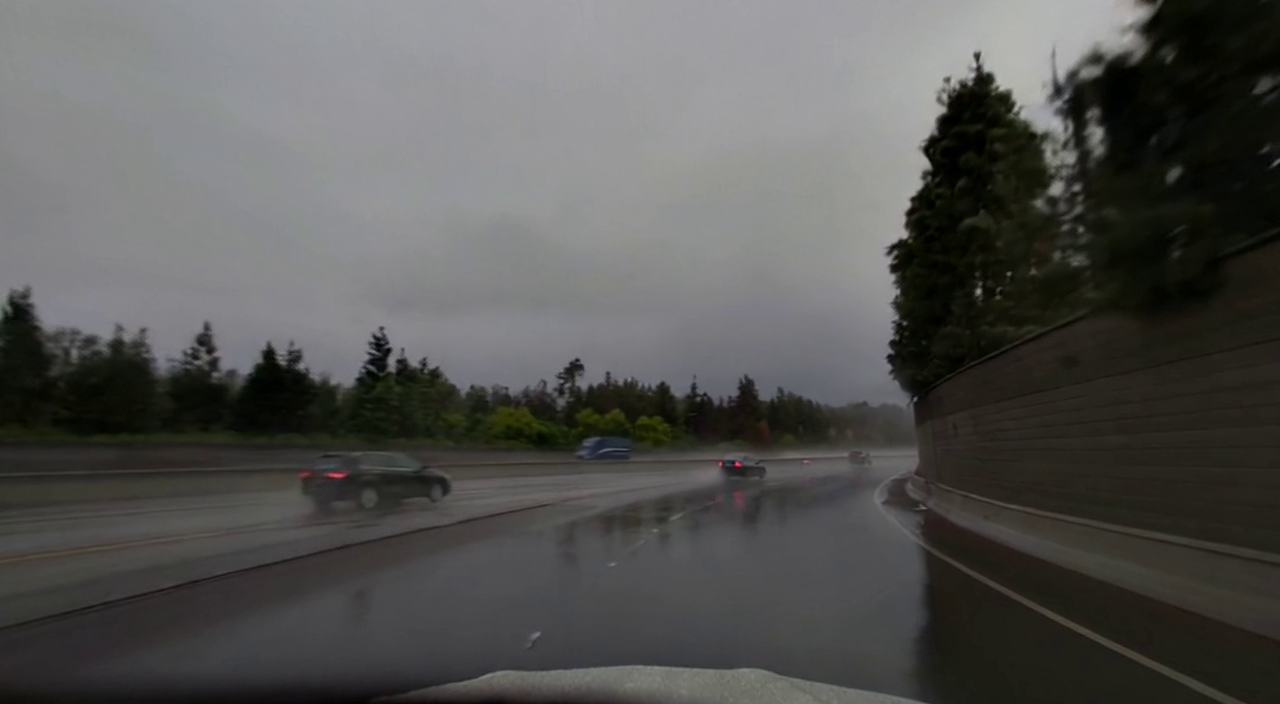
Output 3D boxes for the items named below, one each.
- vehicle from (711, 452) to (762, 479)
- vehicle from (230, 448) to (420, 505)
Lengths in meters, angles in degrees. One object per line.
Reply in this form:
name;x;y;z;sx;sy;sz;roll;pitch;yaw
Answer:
vehicle;6.254;7.258;40.518;1.769;1.583;4.387;-5;-10;29
vehicle;-9.277;3.659;19.073;1.699;1.461;4.924;-5;-10;30
